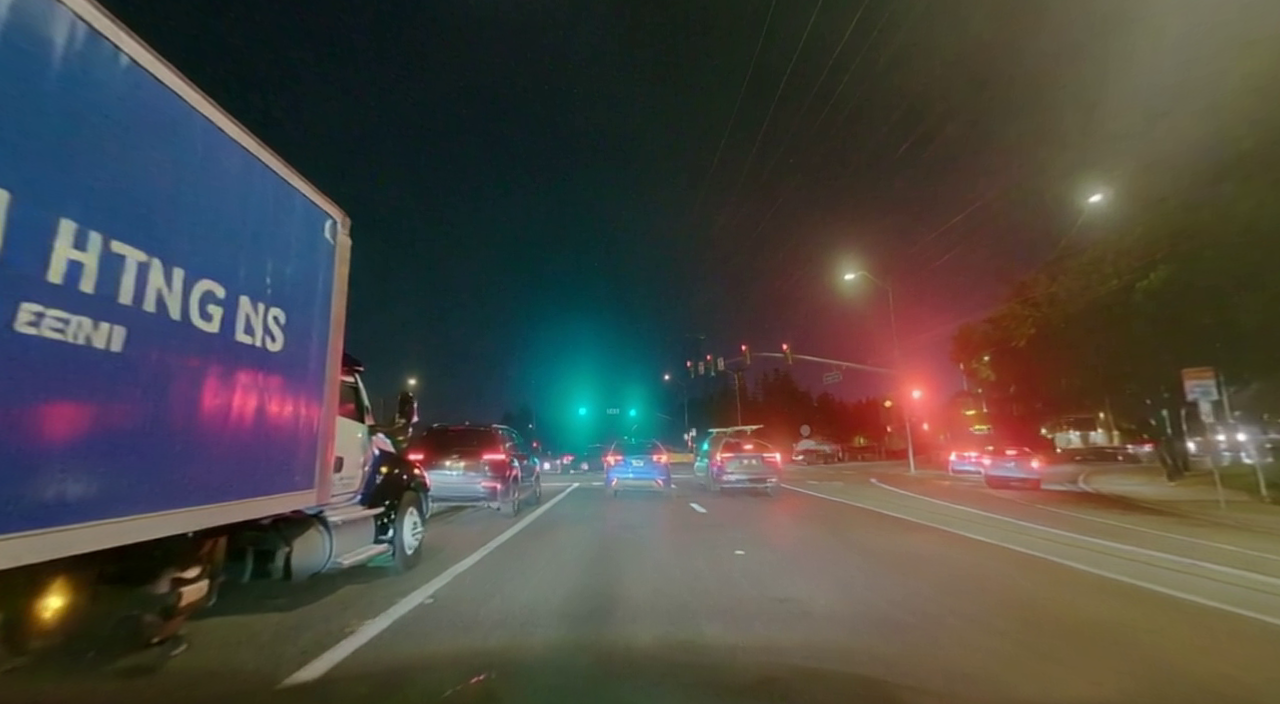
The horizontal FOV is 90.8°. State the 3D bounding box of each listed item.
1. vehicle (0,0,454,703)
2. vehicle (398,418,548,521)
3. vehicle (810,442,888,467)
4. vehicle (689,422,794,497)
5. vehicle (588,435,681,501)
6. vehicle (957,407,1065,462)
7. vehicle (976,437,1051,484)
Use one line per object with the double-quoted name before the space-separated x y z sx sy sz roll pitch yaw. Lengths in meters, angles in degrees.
"vehicle" -3.379 0.080 2.616 2.889 3.347 8.285 0 -8 -2
"vehicle" -3.300 2.424 13.556 1.994 1.806 4.564 0 -8 -1
"vehicle" 13.286 6.503 40.150 4.423 1.495 1.849 3 -9 -19
"vehicle" 2.698 3.011 18.047 2.086 1.849 4.607 0 -8 -2
"vehicle" -0.183 2.964 16.543 2.117 1.499 4.036 0 -8 -1
"vehicle" 24.997 5.567 42.516 6.670 3.450 2.666 4 -9 -24
"vehicle" 14.522 4.199 24.792 2.102 1.662 4.533 -4 -9 26
